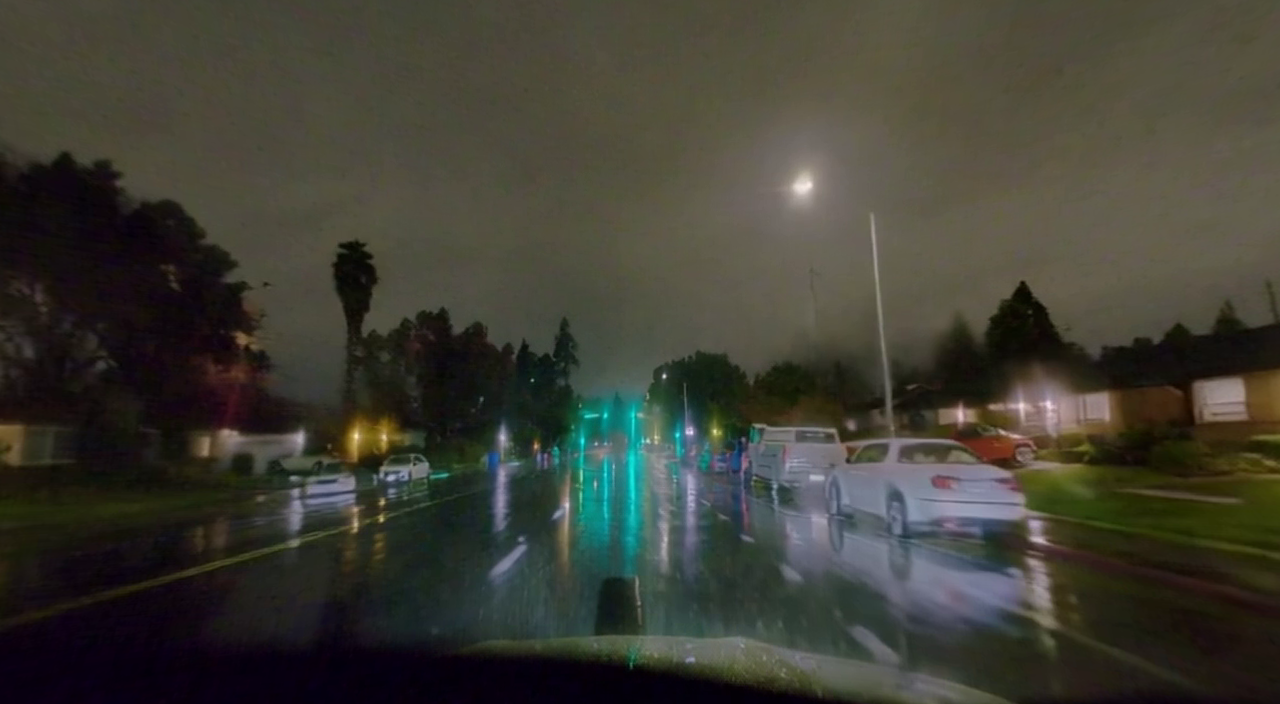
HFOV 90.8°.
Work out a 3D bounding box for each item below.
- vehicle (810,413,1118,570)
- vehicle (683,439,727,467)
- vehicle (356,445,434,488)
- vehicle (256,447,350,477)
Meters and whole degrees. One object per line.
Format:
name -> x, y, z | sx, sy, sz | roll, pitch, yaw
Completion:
vehicle -> 4.055, 1.812, 8.986 | 2.007, 1.657, 4.362 | 0, -9, -1
vehicle -> 3.924, 6.170, 38.811 | 1.999, 1.615, 4.513 | 0, -9, -3
vehicle -> -10.976, 5.154, 28.636 | 1.964, 1.667, 4.217 | -3, -10, -1
vehicle -> -19.956, 6.507, 37.543 | 4.359, 1.727, 2.029 | 0, -9, -2
